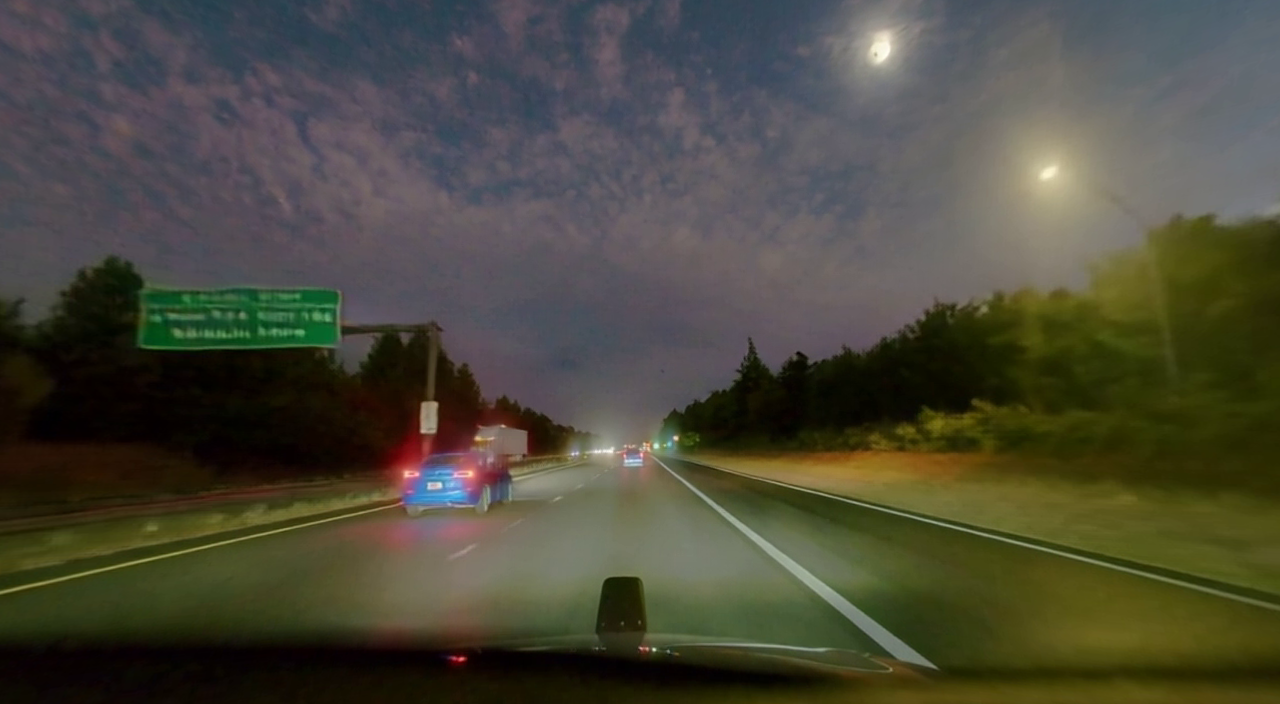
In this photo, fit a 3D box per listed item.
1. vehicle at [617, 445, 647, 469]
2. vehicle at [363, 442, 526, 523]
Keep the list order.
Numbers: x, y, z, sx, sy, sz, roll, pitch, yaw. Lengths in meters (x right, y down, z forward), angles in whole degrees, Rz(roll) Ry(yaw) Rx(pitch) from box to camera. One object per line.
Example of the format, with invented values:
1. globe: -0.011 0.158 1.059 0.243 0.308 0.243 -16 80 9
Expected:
1. vehicle: -0.519 7.403 44.452 2.011 1.590 3.607 0 -9 1
2. vehicle: -4.078 2.789 14.102 2.157 1.483 4.601 0 -9 0
